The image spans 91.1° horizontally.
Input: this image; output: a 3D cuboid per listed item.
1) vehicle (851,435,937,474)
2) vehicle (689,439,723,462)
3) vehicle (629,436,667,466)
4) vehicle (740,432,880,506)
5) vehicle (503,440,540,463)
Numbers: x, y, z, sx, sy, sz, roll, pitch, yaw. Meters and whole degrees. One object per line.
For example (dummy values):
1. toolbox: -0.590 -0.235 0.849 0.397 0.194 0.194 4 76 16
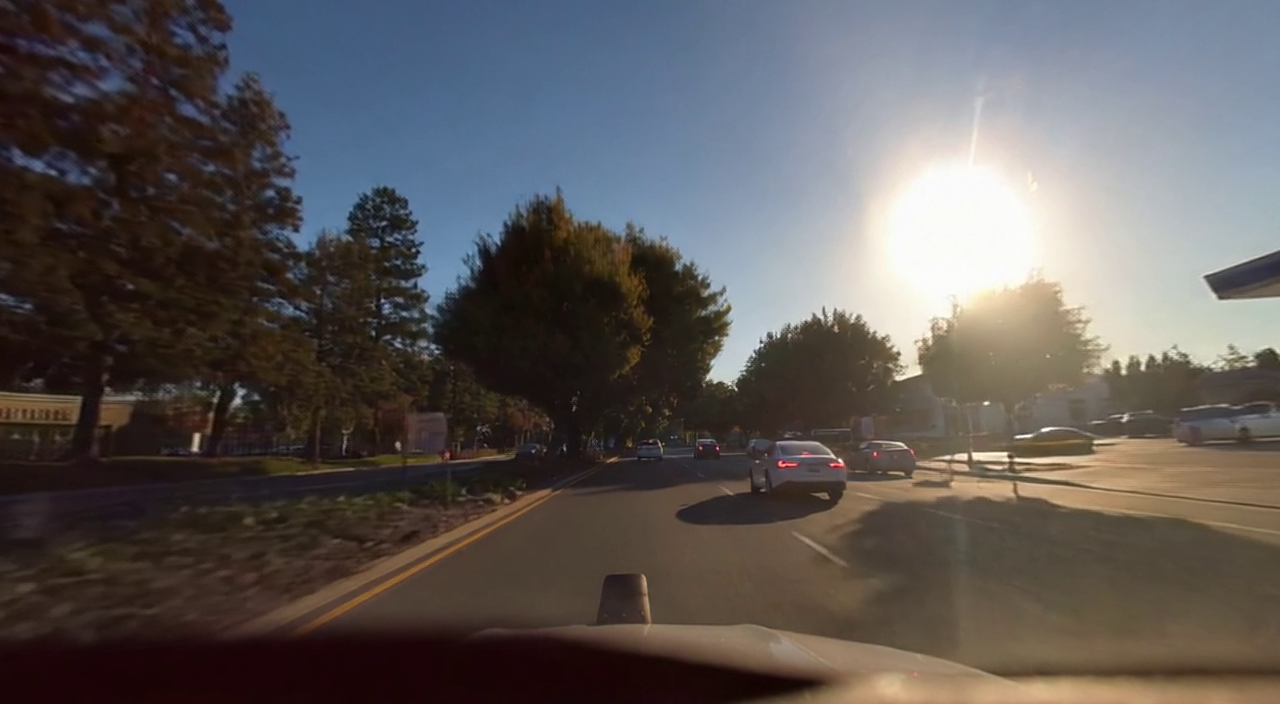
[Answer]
1. vehicle: 10.718 4.337 26.817 1.906 1.488 4.251 0 -8 0
2. vehicle: 4.579 6.906 44.062 1.980 1.515 4.362 0 -8 0
3. vehicle: 0.482 5.872 37.355 2.172 1.694 4.055 0 -8 1
4. vehicle: 3.899 2.773 15.436 2.119 1.509 4.756 0 -8 0
5. vehicle: -9.351 7.883 49.877 2.004 1.683 4.290 0 -8 1
